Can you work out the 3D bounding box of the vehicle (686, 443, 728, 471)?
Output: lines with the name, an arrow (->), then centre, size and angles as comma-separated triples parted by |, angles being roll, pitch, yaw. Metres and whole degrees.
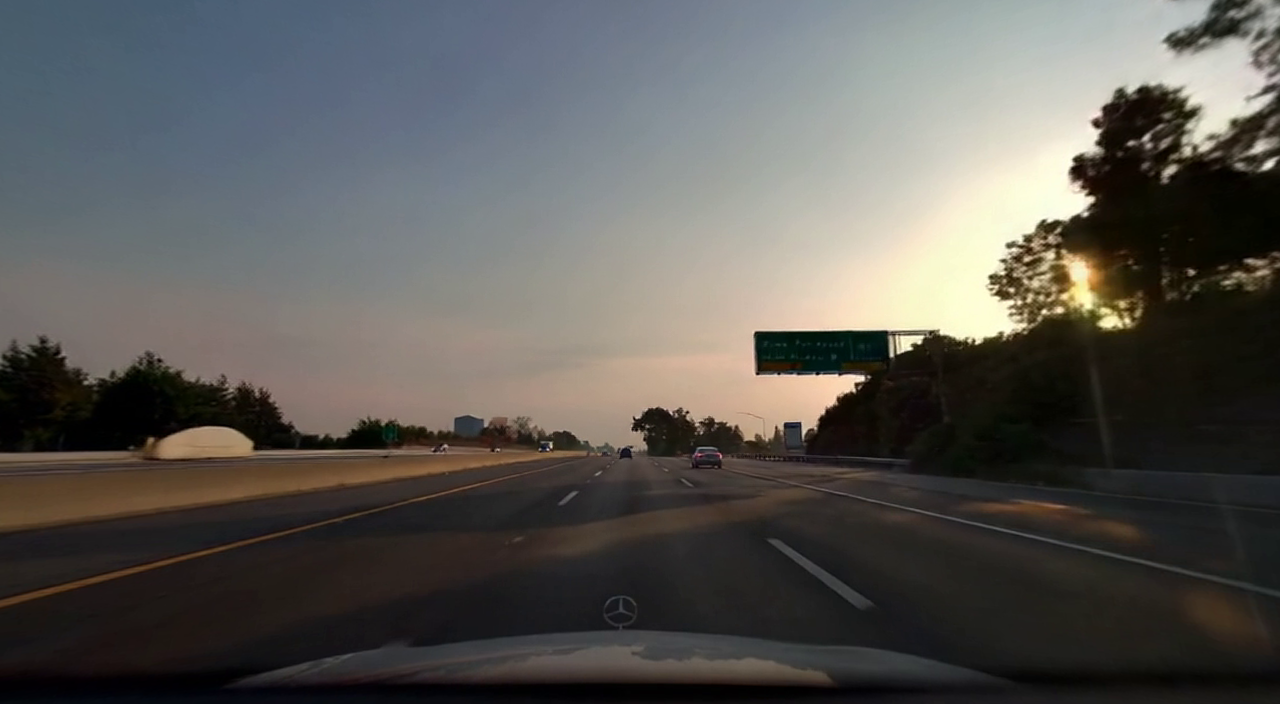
vehicle -> 3.955, 6.275, 37.744 | 1.984, 1.540, 3.973 | 0, -9, -2
